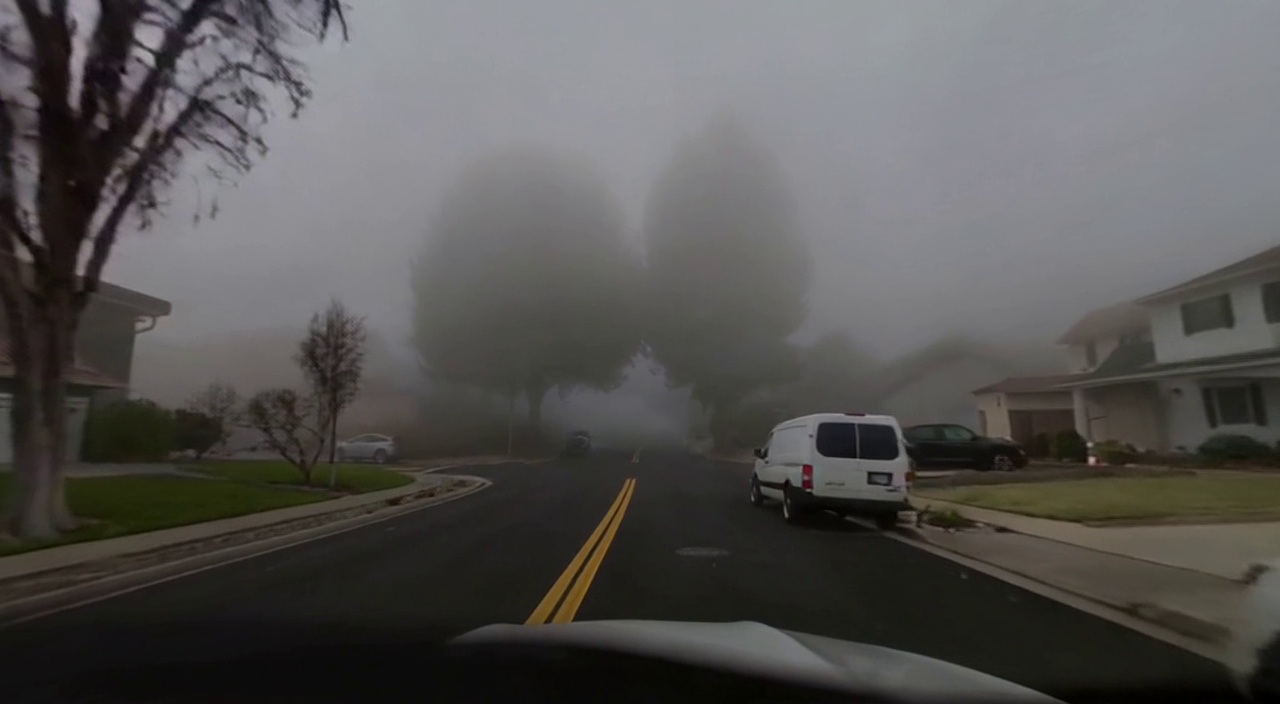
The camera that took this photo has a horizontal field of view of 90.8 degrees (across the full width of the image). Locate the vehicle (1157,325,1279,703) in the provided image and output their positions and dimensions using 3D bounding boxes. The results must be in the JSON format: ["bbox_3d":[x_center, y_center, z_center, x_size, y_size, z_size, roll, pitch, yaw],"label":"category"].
[{"bbox_3d":[3.022,0.493,0.373,1.822,1.668,4.147,0,-9,-1],"label":"vehicle"}]

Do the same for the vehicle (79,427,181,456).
[{"bbox_3d":[-30.959,5.466,38.424,4.562,1.613,1.979,0,-10,4],"label":"vehicle"}]

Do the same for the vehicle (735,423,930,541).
[{"bbox_3d":[3.202,2.307,11.944,2.074,1.646,5.457,1,-9,1],"label":"vehicle"}]

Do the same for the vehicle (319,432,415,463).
[{"bbox_3d":[-16.382,5.769,38.073,4.722,1.730,2.109,0,-11,4],"label":"vehicle"}]

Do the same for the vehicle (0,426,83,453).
[{"bbox_3d":[-37.427,5.362,38.628,4.969,1.501,1.905,0,-10,3],"label":"vehicle"}]

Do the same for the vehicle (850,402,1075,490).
[{"bbox_3d":[8.897,2.661,17.866,4.912,1.866,2.359,-5,-9,-1],"label":"vehicle"}]
